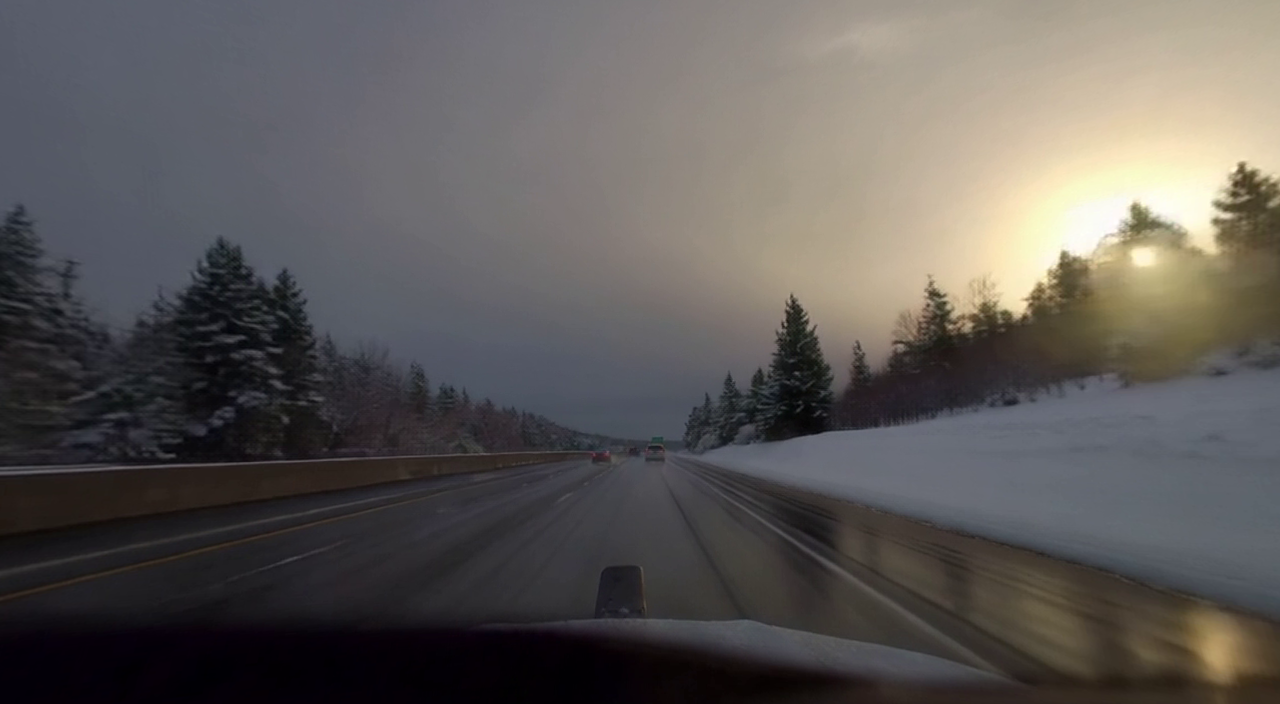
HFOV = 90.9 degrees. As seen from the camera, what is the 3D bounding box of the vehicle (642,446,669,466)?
[{"bbox_3d":[1.168,7.983,48.353,1.934,1.488,3.832,0,-9,1],"label":"vehicle"}]
